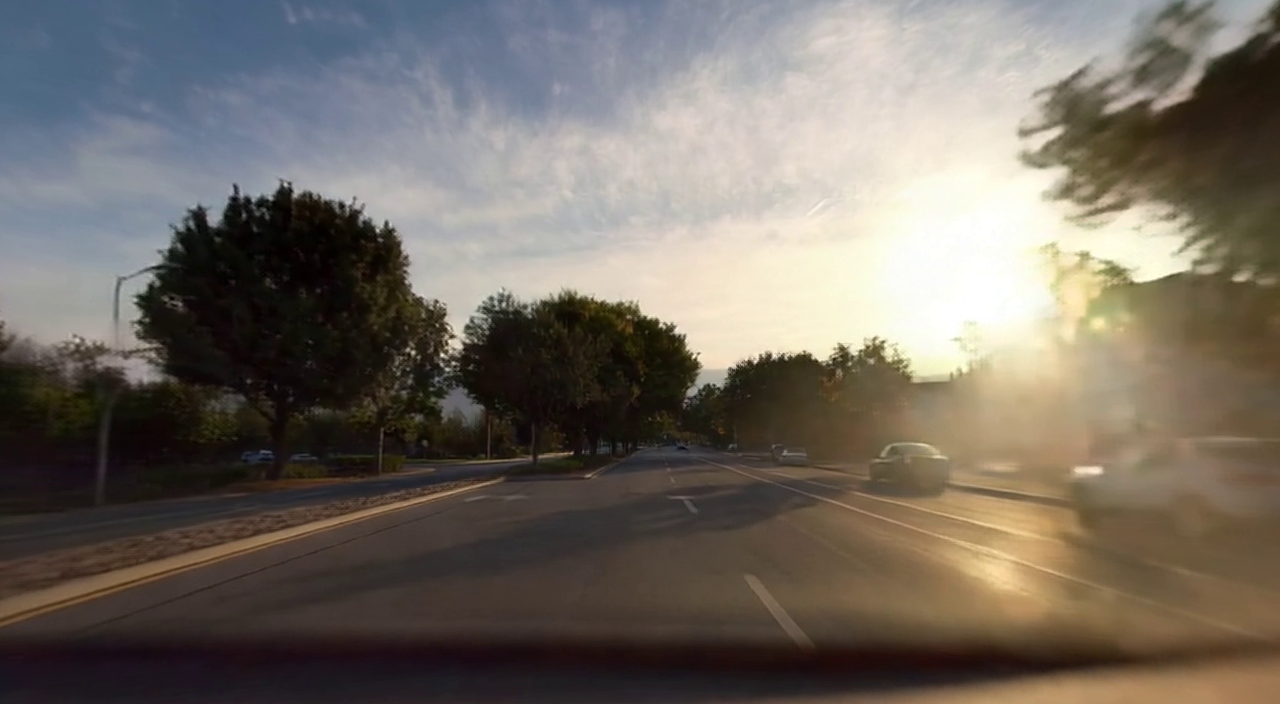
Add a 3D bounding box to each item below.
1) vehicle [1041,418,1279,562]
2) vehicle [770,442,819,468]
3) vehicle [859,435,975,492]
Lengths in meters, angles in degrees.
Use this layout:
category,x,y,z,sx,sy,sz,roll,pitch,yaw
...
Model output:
category,x,y,z,sx,sy,sz,roll,pitch,yaw
vehicle,8.833,1.973,9.704,2.192,1.714,4.885,-1,-9,1
vehicle,9.769,6.530,40.224,2.076,1.547,4.398,0,-9,1
vehicle,9.323,3.788,21.767,1.990,1.728,4.597,-1,-9,1
